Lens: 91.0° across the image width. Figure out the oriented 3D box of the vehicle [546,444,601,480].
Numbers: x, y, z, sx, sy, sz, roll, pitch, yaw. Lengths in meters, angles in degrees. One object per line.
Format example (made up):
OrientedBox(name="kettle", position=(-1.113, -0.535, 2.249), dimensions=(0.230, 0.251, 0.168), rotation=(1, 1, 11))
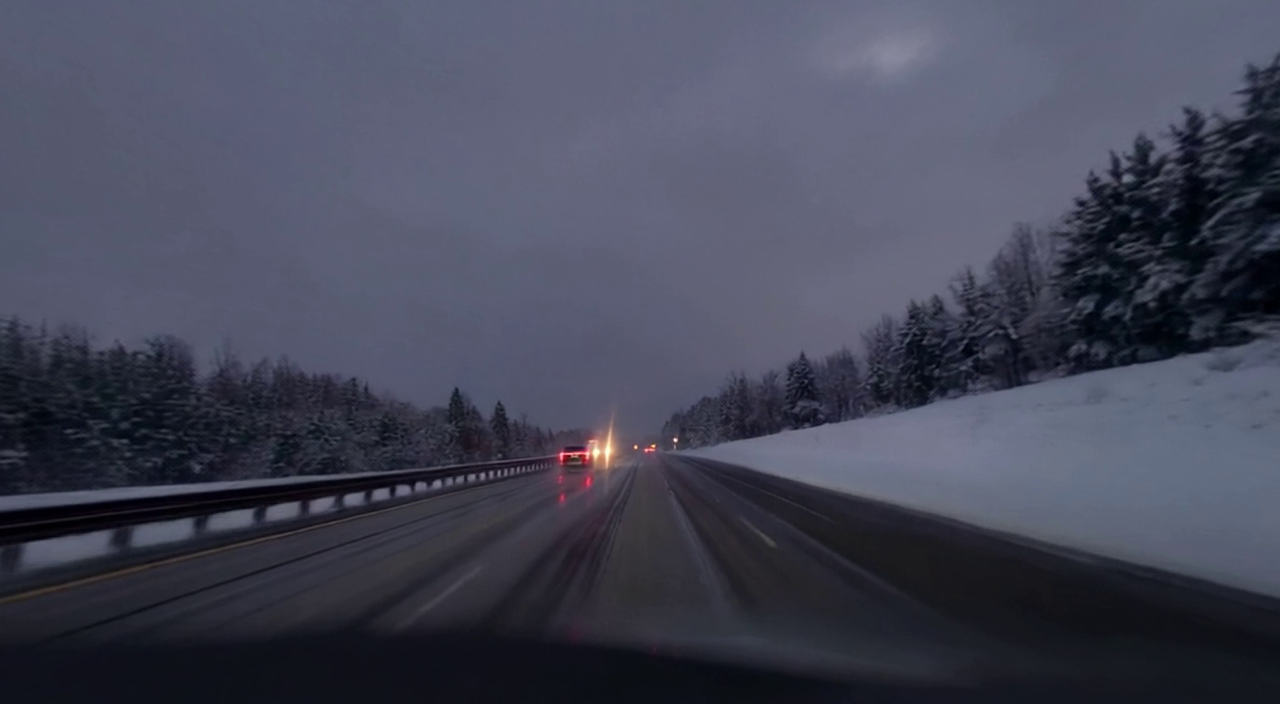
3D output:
OrientedBox(name="vehicle", position=(-2.948, 4.985, 28.865), dimensions=(2.050, 1.530, 4.144), rotation=(0, -8, 0))
